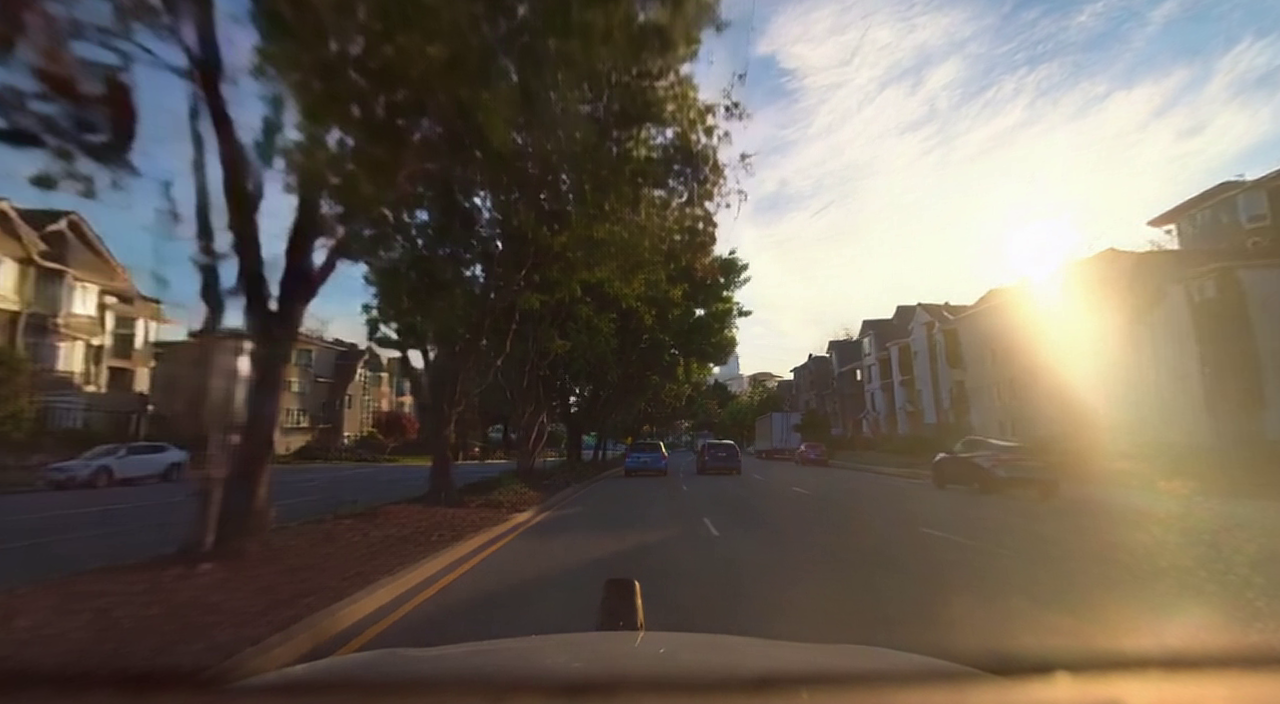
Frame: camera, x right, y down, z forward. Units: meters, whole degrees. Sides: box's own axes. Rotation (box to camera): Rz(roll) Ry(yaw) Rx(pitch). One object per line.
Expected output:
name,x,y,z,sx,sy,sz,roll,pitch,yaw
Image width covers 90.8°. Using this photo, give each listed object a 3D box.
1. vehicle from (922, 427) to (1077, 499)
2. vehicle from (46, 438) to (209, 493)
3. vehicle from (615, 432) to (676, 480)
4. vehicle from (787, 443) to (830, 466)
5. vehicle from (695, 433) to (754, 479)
vehicle,10.355,3.231,18.729,1.938,1.860,4.690,0,-9,2
vehicle,-18.719,4.135,23.459,2.175,1.819,4.703,0,-8,-3
vehicle,0.314,4.389,26.882,2.345,1.841,5.032,0,-9,2
vehicle,11.618,7.092,43.872,1.901,1.496,4.948,-1,-9,4
vehicle,3.588,4.529,27.698,2.033,1.823,4.409,0,-9,1
